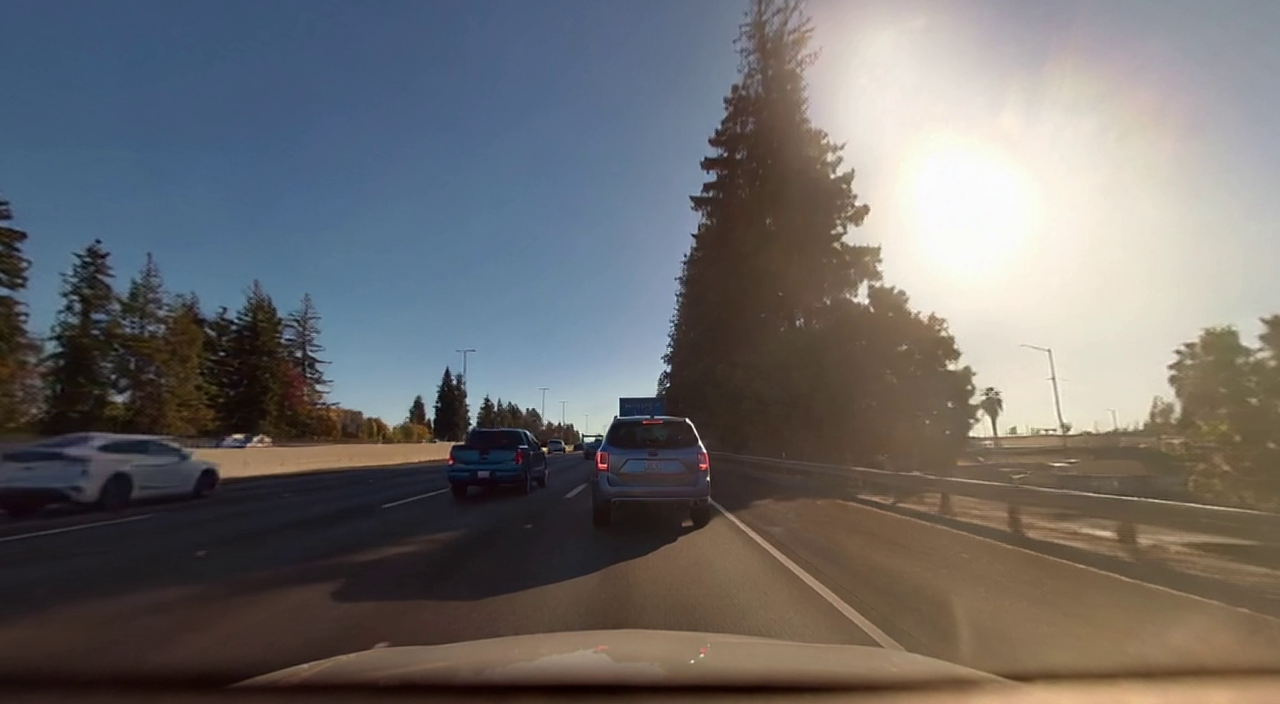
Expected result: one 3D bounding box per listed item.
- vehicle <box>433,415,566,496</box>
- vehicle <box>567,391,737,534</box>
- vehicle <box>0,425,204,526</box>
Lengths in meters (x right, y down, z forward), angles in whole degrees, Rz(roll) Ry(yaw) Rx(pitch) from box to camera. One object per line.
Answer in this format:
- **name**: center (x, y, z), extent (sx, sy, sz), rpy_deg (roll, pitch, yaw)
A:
- **vehicle**: center (-3.784, 2.953, 18.339), extent (2.486, 1.962, 5.525), rpy_deg (0, -8, 1)
- **vehicle**: center (0.162, 1.908, 11.362), extent (2.395, 2.013, 4.734), rpy_deg (0, -8, 0)
- **vehicle**: center (-10.470, 2.101, 11.180), extent (2.002, 1.484, 4.798), rpy_deg (0, -8, 1)
